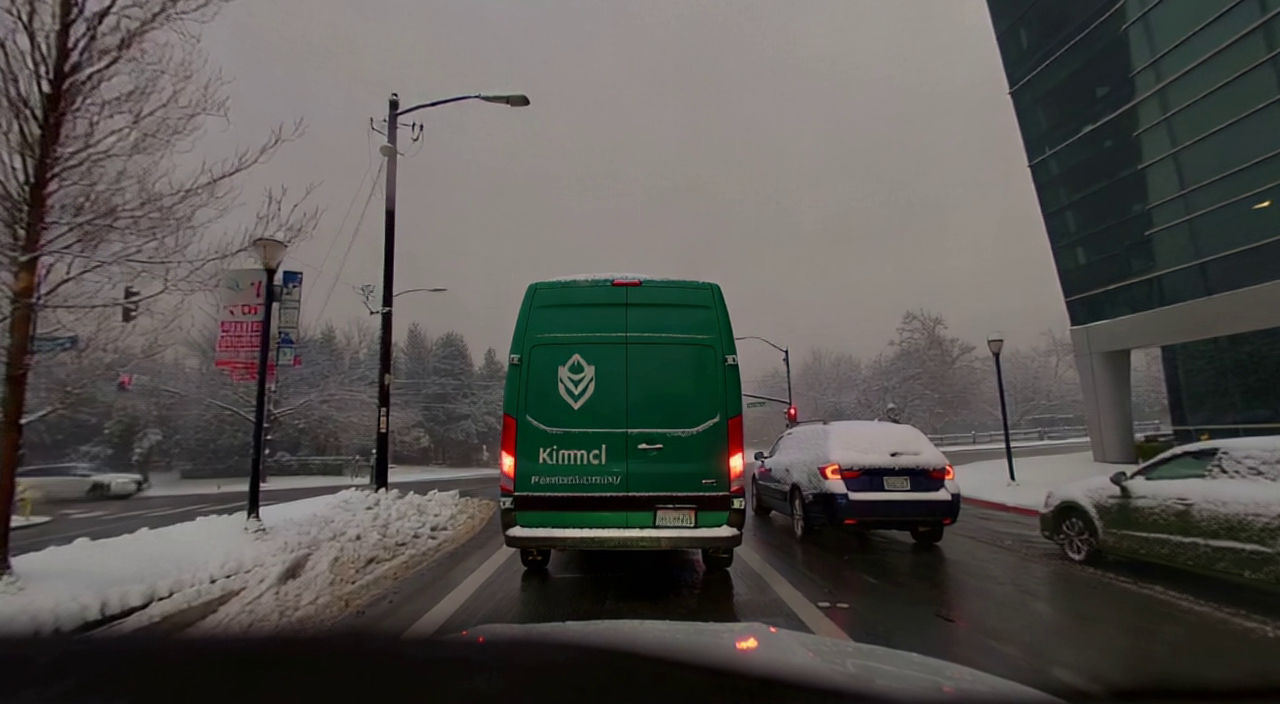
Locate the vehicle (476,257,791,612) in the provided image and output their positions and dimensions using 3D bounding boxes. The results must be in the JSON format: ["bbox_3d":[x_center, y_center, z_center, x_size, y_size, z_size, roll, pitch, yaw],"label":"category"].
[{"bbox_3d":[-0.015,1.189,9.088,2.613,3.035,7.342,0,-8,1],"label":"vehicle"}]

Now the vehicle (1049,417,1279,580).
[{"bbox_3d":[7.529,1.577,6.990,1.963,1.669,4.678,3,-9,-20],"label":"vehicle"}]

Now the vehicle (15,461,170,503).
[{"bbox_3d":[-23.087,5.481,26.799,4.659,1.615,1.944,0,-8,-1],"label":"vehicle"}]

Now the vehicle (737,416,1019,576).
[{"bbox_3d":[2.887,1.867,9.040,2.183,1.676,4.506,0,-8,-1],"label":"vehicle"}]
